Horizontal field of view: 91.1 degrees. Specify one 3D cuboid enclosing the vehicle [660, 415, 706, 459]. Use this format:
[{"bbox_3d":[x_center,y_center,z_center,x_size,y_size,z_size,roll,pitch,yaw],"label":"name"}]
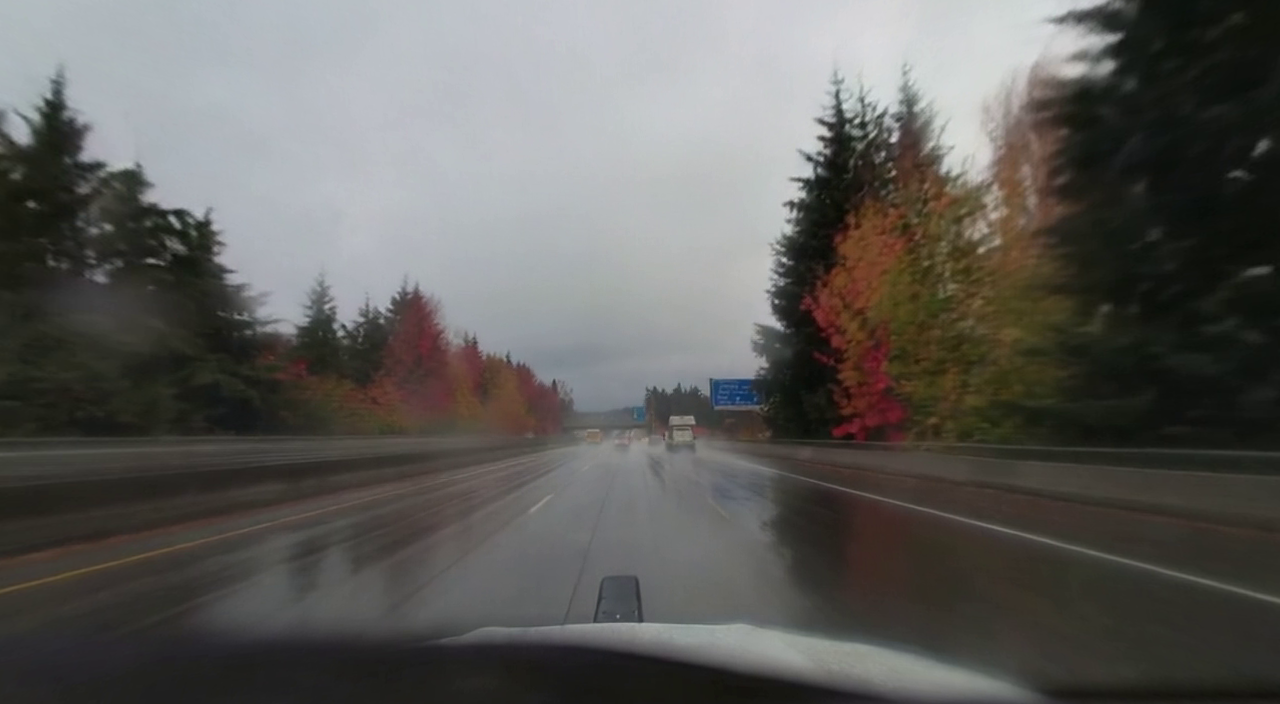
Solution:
[{"bbox_3d":[2.655,5.469,40.579,2.411,2.614,5.781,0,-8,-1],"label":"vehicle"}]
